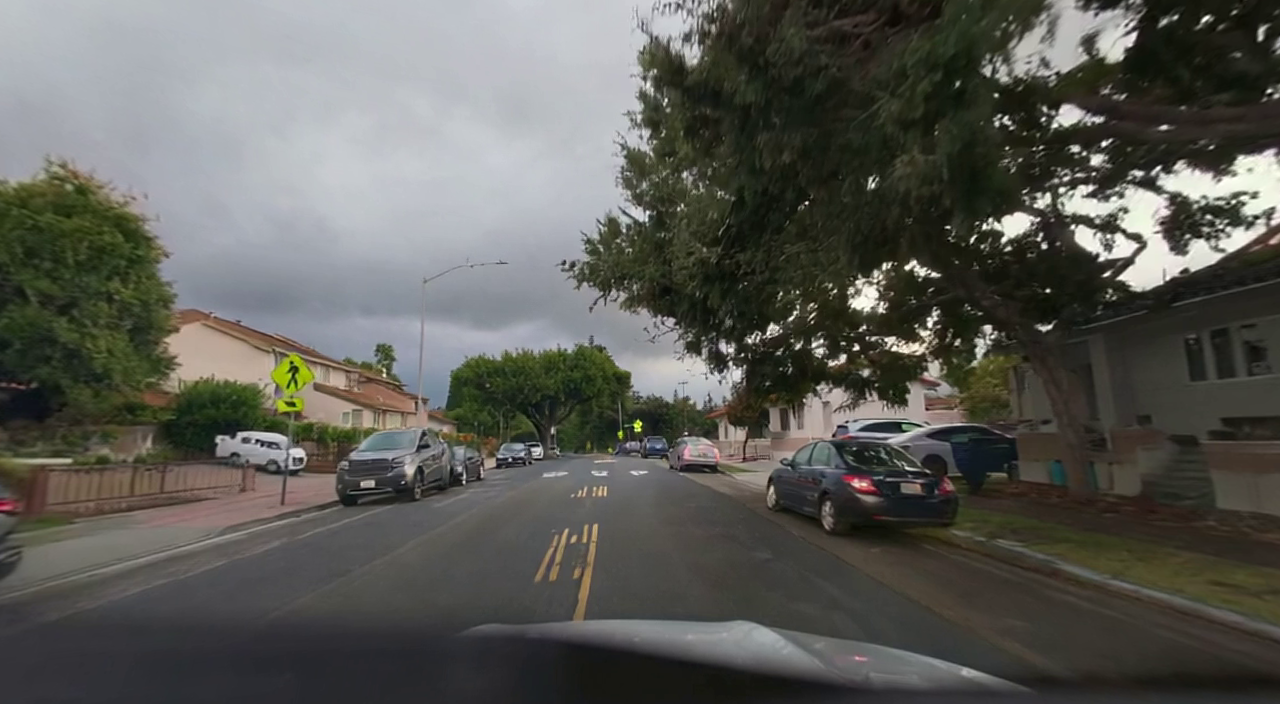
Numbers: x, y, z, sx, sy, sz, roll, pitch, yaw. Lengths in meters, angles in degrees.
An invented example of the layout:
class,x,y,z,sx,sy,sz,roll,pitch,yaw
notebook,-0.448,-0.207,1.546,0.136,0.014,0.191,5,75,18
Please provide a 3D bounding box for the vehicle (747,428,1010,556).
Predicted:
class,x,y,z,sx,sy,sz,roll,pitch,yaw
vehicle,3.282,1.978,9.886,1.972,1.492,4.506,0,-8,-6

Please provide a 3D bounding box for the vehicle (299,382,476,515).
class,x,y,z,sx,sy,sz,roll,pitch,yaw
vehicle,-5.964,2.369,15.977,2.270,2.706,5.871,1,-8,-3

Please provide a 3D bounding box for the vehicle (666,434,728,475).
class,x,y,z,sx,sy,sz,roll,pitch,yaw
vehicle,2.318,4.286,26.824,1.875,1.568,4.899,0,-8,-3

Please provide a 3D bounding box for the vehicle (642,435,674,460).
class,x,y,z,sx,sy,sz,roll,pitch,yaw
vehicle,1.213,6.827,45.237,1.997,1.663,4.544,0,-8,-2

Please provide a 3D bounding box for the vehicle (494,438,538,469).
class,x,y,z,sx,sy,sz,roll,pitch,yaw
vehicle,-7.125,5.863,36.783,1.972,1.502,5.530,1,-7,-5
